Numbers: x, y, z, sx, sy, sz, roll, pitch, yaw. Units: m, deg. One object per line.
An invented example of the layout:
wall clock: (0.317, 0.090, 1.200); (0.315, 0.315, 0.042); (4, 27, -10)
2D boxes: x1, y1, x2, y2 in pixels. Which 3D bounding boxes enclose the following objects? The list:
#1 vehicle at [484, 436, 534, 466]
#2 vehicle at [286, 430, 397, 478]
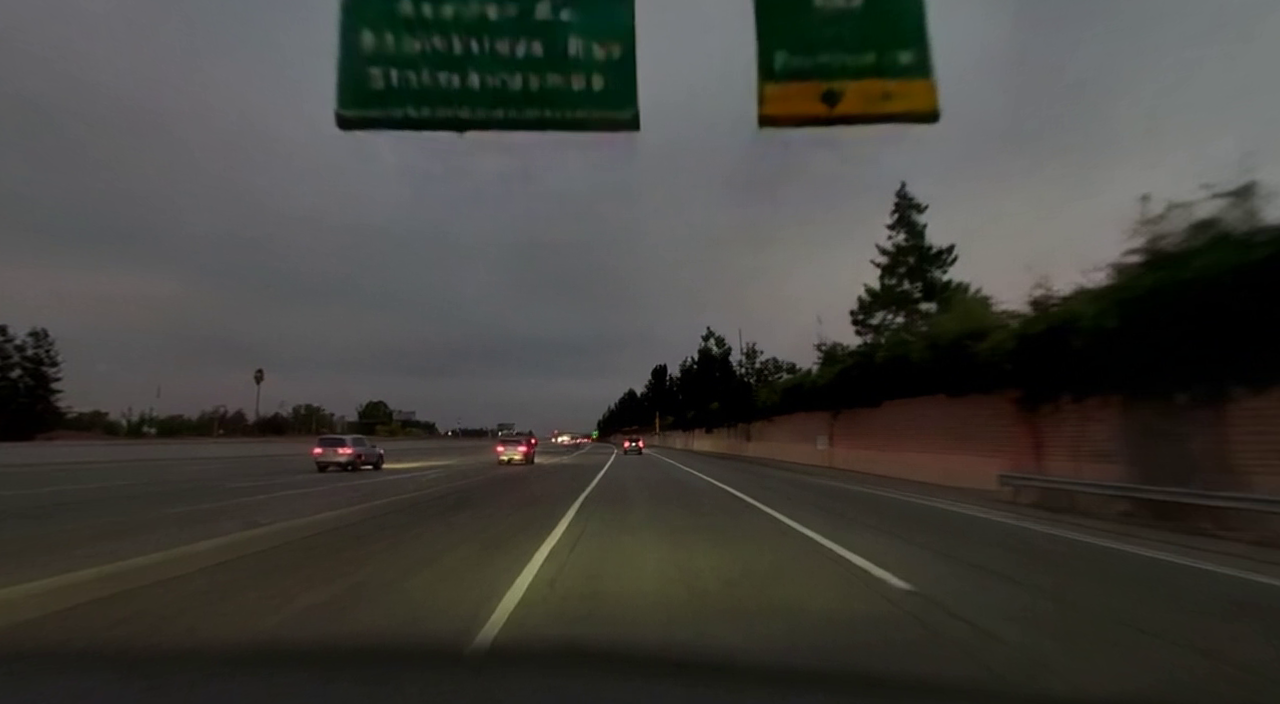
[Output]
vehicle: (-7.933, 6.057, 38.668); (2.151, 1.707, 4.759); (0, -8, -1)
vehicle: (-11.200, 3.869, 24.054); (2.025, 1.618, 4.683); (0, -9, -1)
